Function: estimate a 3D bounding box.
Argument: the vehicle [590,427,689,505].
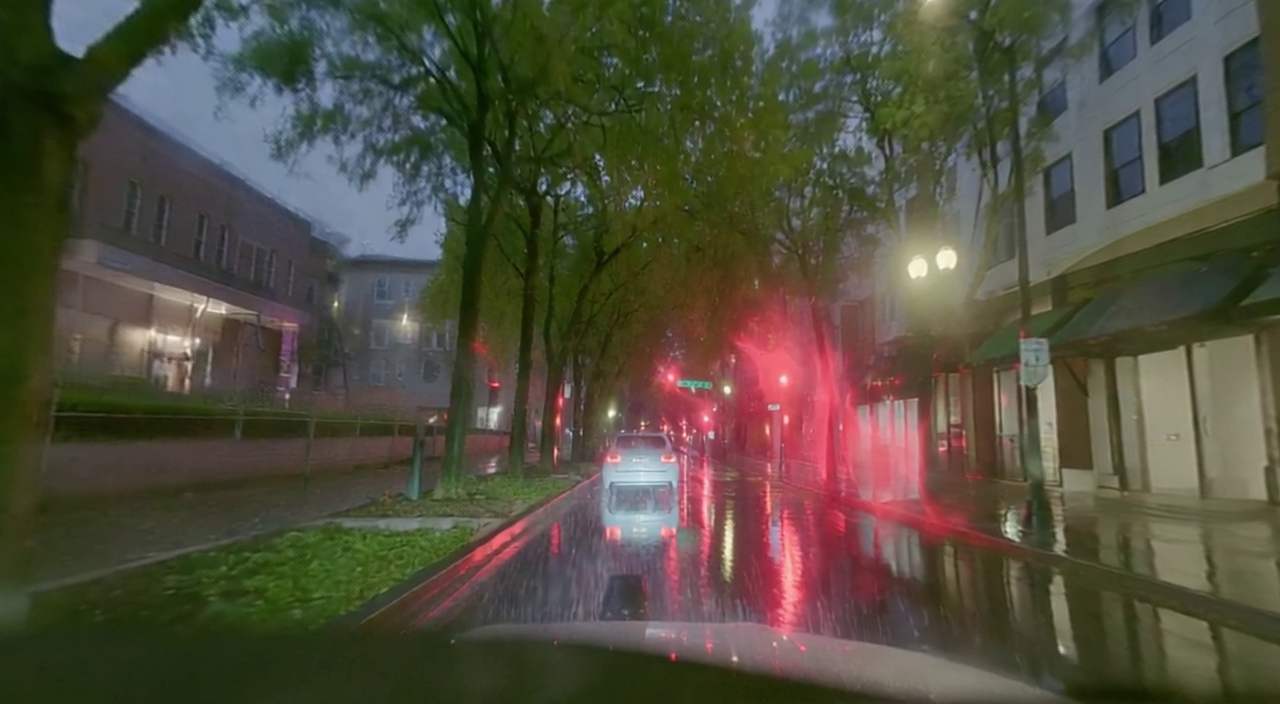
[{"bbox_3d":[-0.049,2.698,15.267,2.079,1.621,3.861,0,-9,-1],"label":"vehicle"}]

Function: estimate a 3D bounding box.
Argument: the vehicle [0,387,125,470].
[{"bbox_3d":[-14.737,1.762,14.226,2.027,1.758,5.254,0,-9,-4],"label":"vehicle"}]
